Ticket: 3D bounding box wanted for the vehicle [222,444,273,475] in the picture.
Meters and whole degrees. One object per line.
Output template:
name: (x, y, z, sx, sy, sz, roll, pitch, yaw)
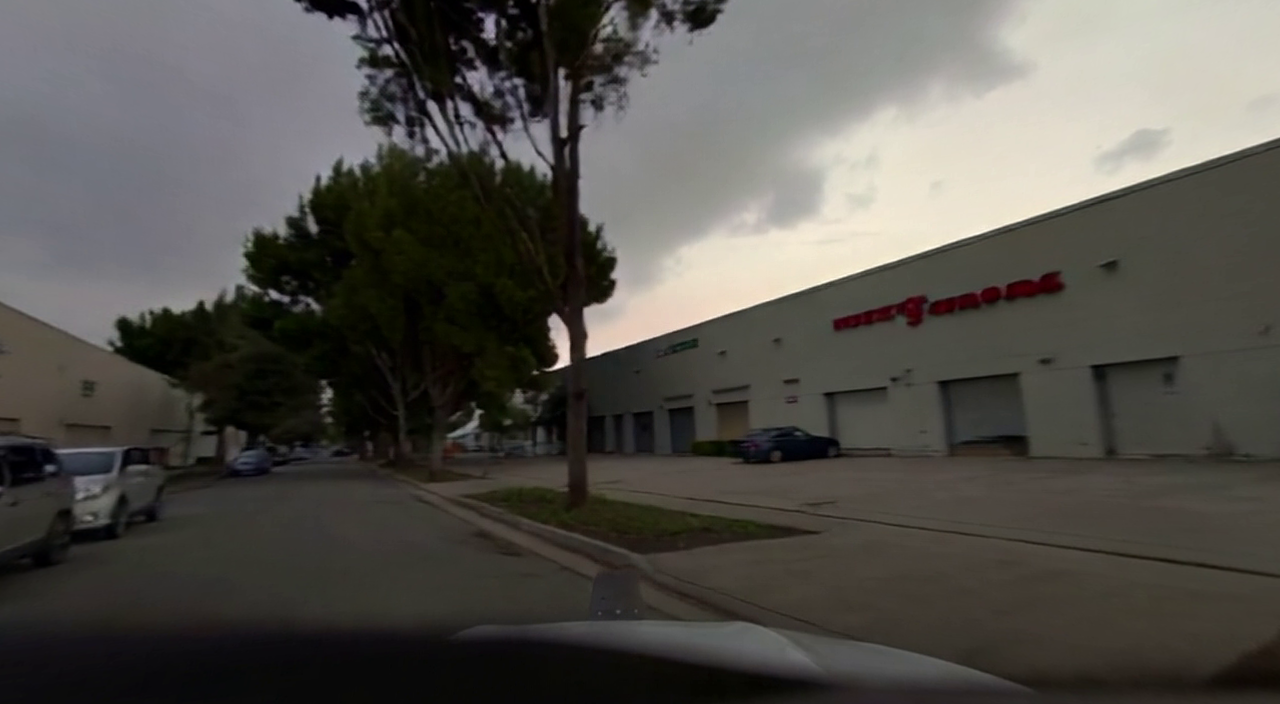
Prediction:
vehicle: (-22.314, 6.130, 36.006, 2.040, 1.501, 4.440, -1, -8, -26)
